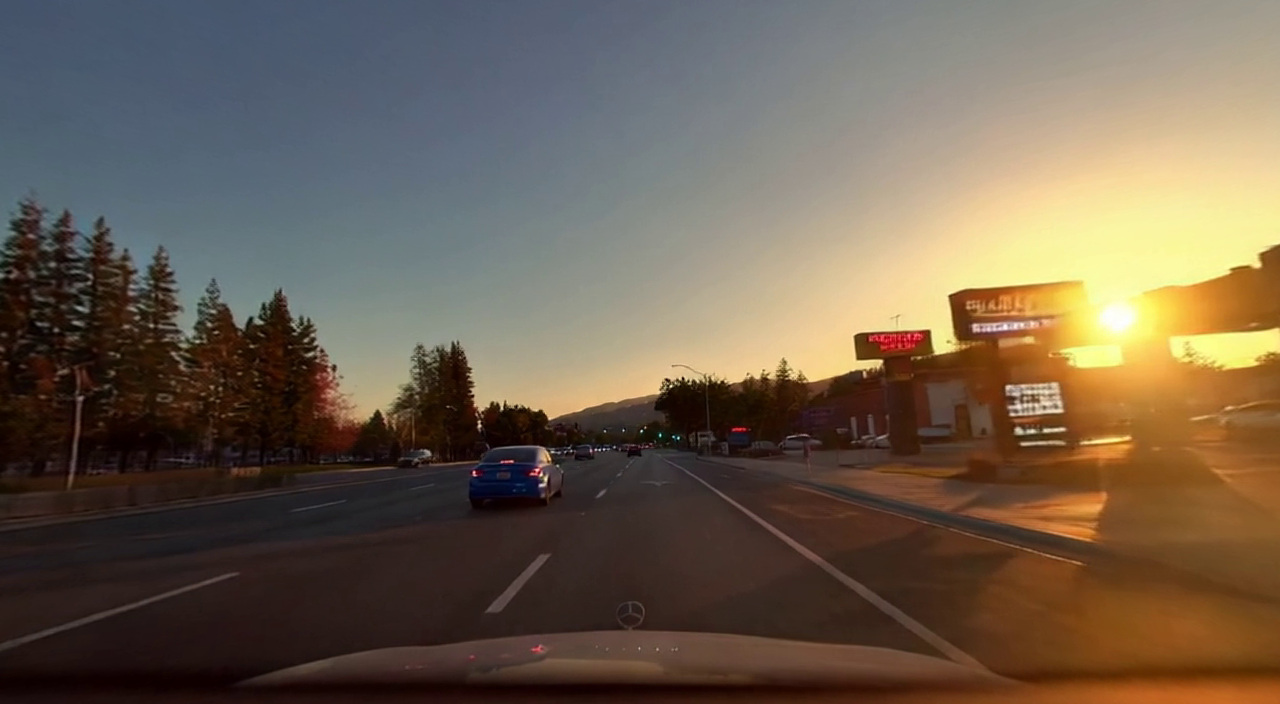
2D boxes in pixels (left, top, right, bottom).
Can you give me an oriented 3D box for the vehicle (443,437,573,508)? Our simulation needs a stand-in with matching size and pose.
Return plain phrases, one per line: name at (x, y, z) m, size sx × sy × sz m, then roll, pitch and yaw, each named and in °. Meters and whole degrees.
vehicle at (-3.033, 2.883, 15.553) m, size 2.152 × 1.479 × 4.394 m, roll 0°, pitch -9°, yaw 2°
